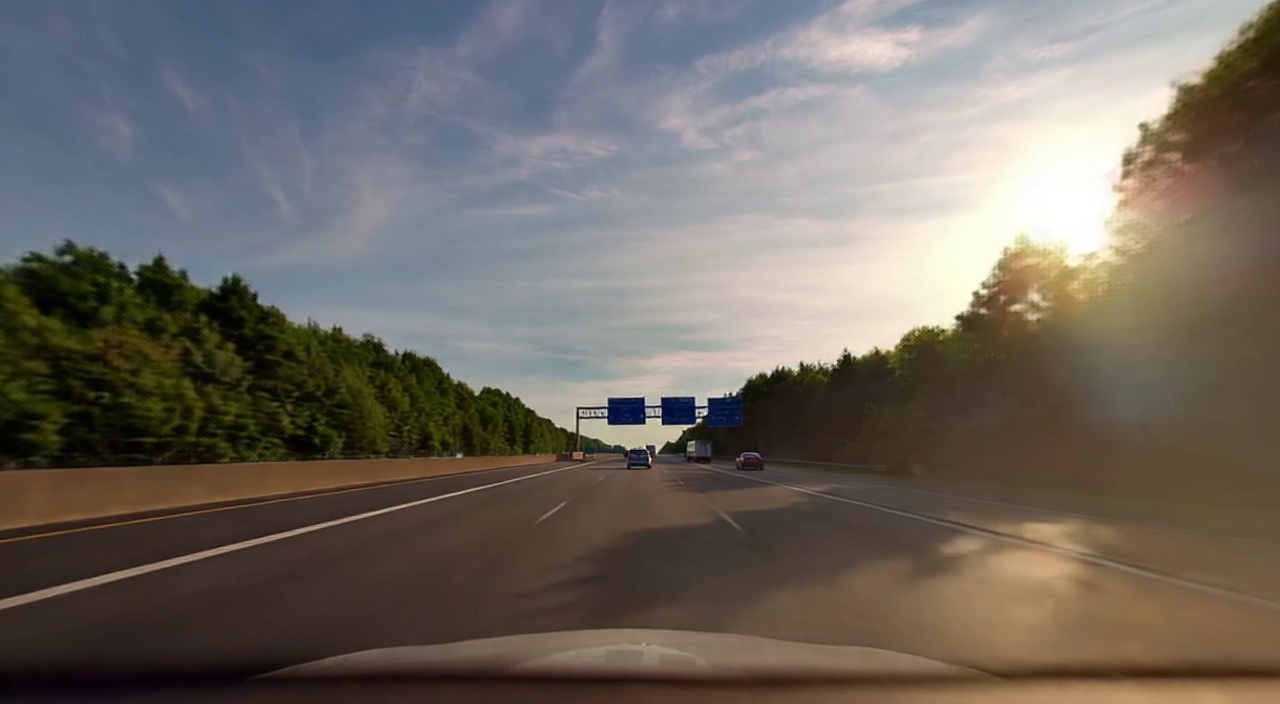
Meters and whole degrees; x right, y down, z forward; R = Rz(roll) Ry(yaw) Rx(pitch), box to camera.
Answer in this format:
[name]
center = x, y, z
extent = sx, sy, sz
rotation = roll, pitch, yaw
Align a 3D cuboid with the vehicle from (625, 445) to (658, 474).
[vehicle]
center = 0.104, 7.253, 42.705
extent = 2.167, 1.847, 4.097
rotation = 0, -9, 0
